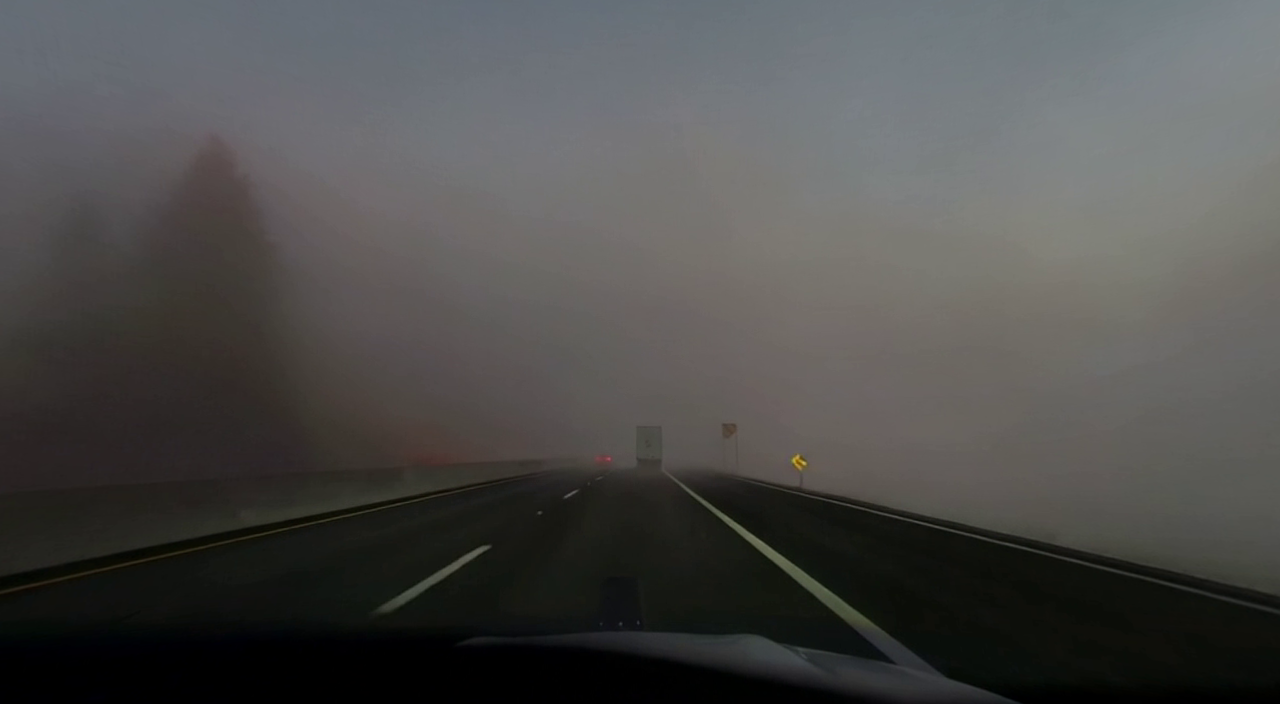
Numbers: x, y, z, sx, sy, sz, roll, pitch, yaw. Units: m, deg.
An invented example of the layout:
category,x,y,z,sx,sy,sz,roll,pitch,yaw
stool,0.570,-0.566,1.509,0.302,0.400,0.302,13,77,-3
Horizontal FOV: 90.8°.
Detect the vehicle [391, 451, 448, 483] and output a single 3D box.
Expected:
category,x,y,z,sx,sy,sz,roll,pitch,yaw
vehicle,-16.467,8.574,47.462,2.377,2.202,5.348,0,-9,0
